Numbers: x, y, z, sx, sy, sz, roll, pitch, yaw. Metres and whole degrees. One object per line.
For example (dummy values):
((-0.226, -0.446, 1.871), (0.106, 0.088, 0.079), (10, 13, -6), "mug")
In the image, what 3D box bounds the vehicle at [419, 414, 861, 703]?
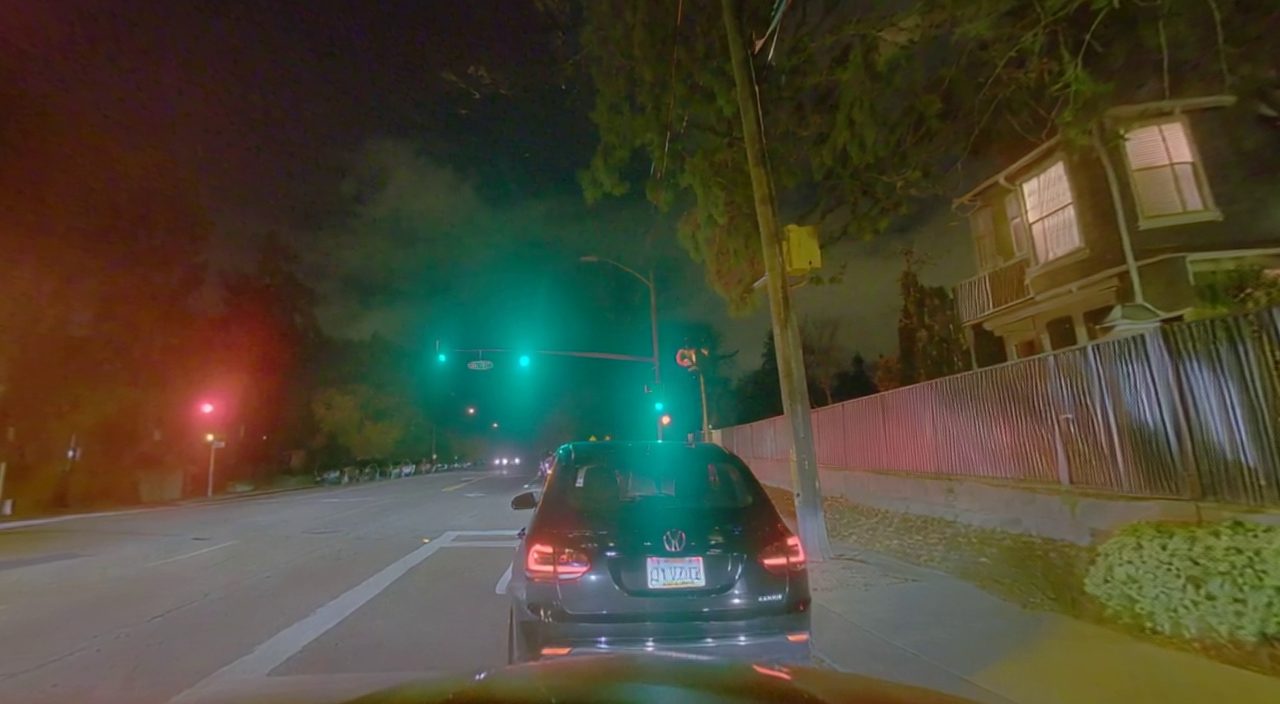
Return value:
((-0.149, 1.320, 4.778), (2.024, 1.502, 3.702), (1, -9, -6), "vehicle")
